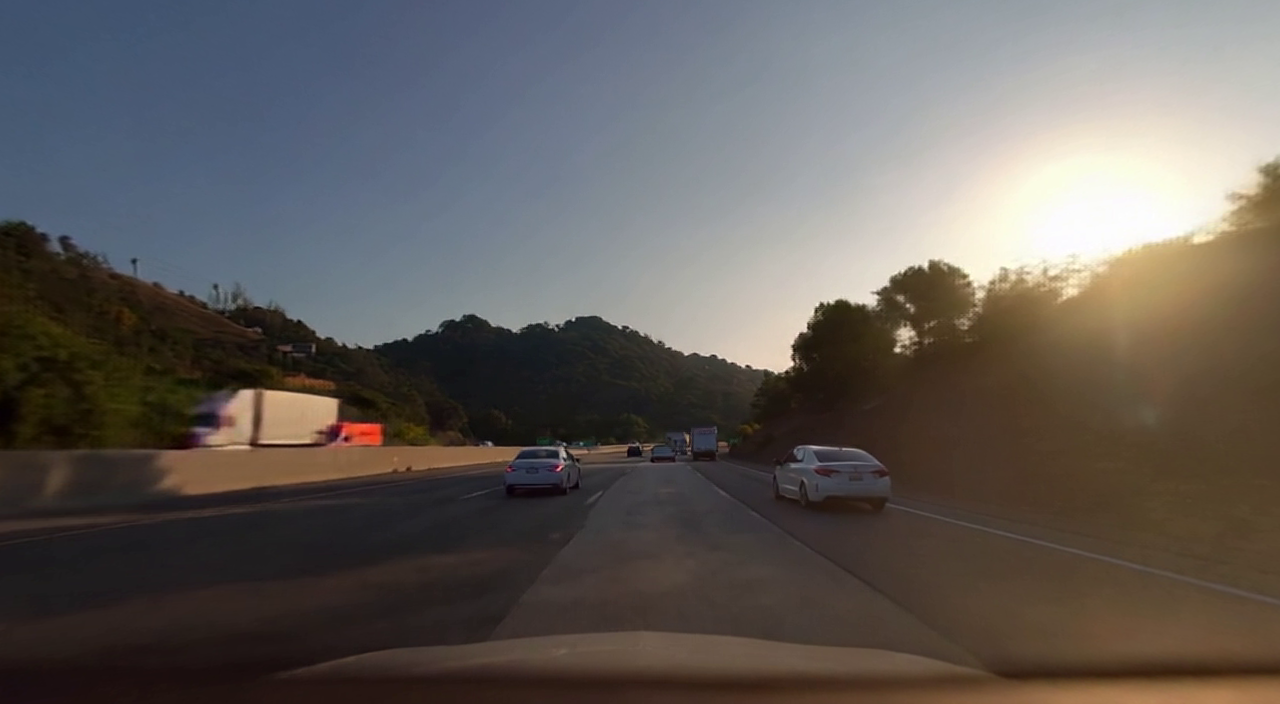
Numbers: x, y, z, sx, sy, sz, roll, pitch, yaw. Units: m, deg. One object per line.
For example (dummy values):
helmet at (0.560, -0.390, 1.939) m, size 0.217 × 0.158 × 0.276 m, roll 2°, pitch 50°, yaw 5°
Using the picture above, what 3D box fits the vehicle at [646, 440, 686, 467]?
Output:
vehicle at (1.493, 5.849, 36.374) m, size 2.202 × 1.467 × 3.929 m, roll 0°, pitch -8°, yaw 3°

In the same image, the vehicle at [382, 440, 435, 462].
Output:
vehicle at (-18.011, 7.717, 49.358) m, size 2.238 × 1.585 × 4.473 m, roll -1°, pitch -8°, yaw 3°

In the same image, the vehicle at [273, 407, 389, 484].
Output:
vehicle at (-11.301, 3.437, 23.315) m, size 2.562 × 2.559 × 3.019 m, roll -3°, pitch -9°, yaw 5°

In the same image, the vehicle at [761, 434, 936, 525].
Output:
vehicle at (3.832, 2.410, 12.530) m, size 2.013 × 1.464 × 4.317 m, roll 0°, pitch -8°, yaw 0°

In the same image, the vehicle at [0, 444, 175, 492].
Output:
vehicle at (-19.297, 4.014, 22.318) m, size 1.877 × 1.472 × 4.927 m, roll 0°, pitch -8°, yaw 1°

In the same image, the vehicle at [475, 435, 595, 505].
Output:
vehicle at (-2.443, 2.899, 16.061) m, size 2.031 × 1.491 × 4.792 m, roll -1°, pitch -8°, yaw 3°
